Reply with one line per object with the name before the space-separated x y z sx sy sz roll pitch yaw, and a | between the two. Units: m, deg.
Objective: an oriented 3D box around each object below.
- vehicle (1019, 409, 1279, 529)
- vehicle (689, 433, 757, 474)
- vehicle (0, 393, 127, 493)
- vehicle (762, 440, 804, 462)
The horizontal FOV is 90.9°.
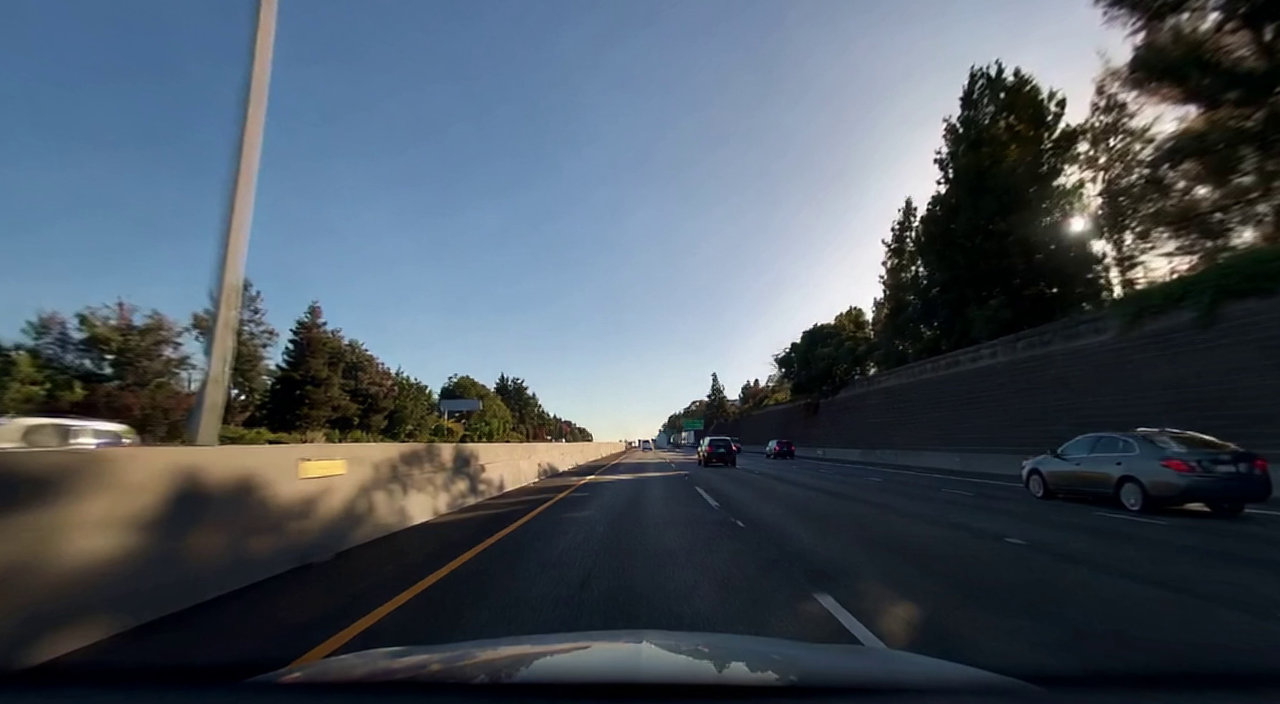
vehicle | 10.303 2.191 12.474 2.062 1.809 5.679 0 -8 0
vehicle | 3.542 4.457 27.793 2.326 1.644 4.206 0 -8 -1
vehicle | -11.106 1.485 10.280 1.884 1.582 4.175 0 -8 1
vehicle | 10.532 7.327 46.767 1.970 1.479 4.480 0 -8 -1
